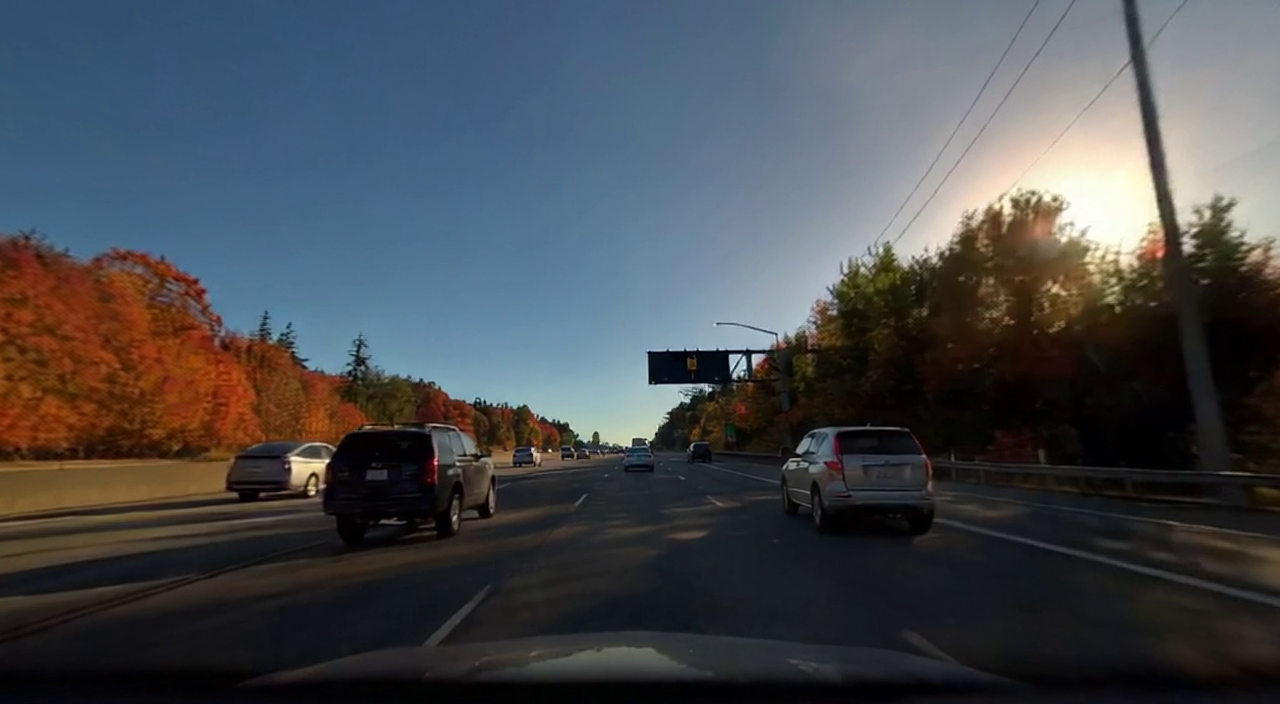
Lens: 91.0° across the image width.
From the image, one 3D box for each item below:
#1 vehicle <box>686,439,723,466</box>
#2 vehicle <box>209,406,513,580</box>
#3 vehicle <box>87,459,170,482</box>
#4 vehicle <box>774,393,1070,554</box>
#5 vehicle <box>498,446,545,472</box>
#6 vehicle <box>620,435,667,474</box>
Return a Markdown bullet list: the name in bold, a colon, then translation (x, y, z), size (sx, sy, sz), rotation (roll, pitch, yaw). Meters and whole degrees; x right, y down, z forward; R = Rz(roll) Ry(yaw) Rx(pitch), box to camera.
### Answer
- **vehicle**: translation (5.004, 7.949, 49.929), size (2.380, 1.976, 5.614), rotation (0, -9, 1)
- **vehicle**: translation (-3.336, 1.803, 8.815), size (2.154, 1.783, 4.476), rotation (0, -9, 0)
- **vehicle**: translation (-35.933, 8.324, 44.425), size (1.783, 1.485, 4.838), rotation (0, -9, -1)
- **vehicle**: translation (4.145, 1.959, 10.820), size (2.388, 1.998, 5.749), rotation (0, -9, 0)
- **vehicle**: translation (-7.260, 6.592, 38.971), size (2.014, 1.526, 4.577), rotation (0, -9, 0)
- **vehicle**: translation (0.155, 5.595, 34.481), size (2.372, 1.957, 5.121), rotation (0, -9, 0)
